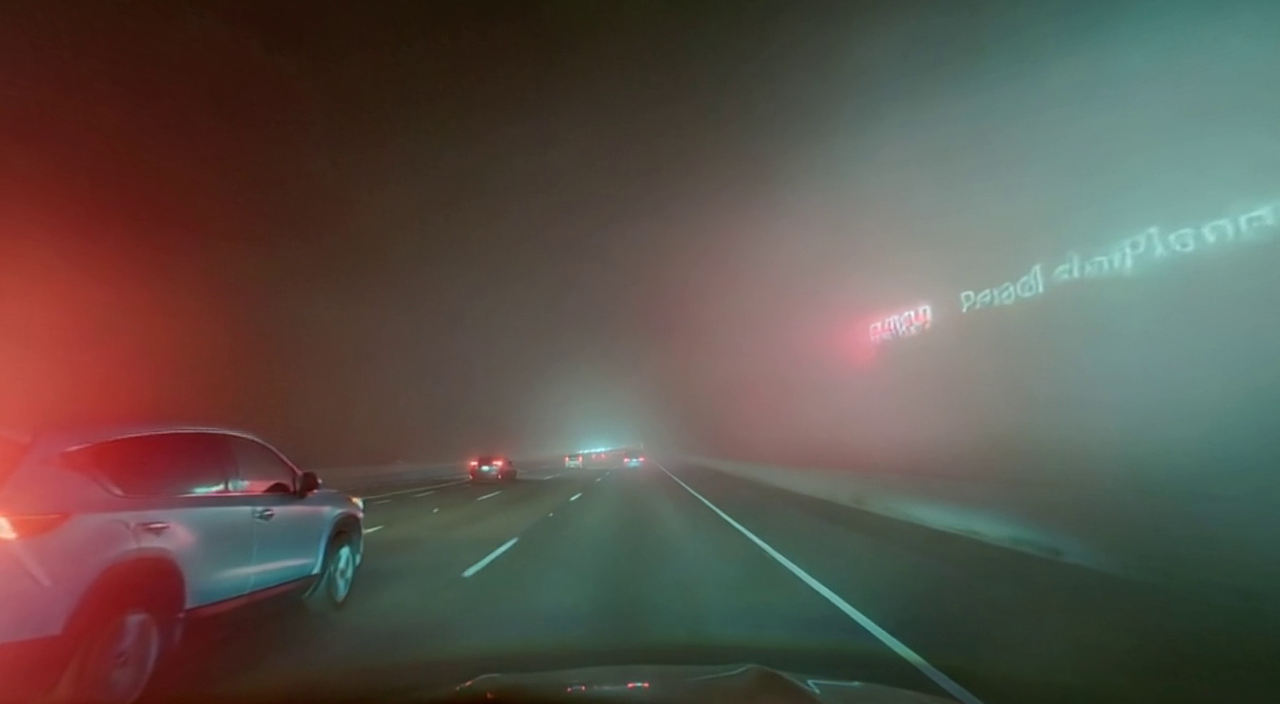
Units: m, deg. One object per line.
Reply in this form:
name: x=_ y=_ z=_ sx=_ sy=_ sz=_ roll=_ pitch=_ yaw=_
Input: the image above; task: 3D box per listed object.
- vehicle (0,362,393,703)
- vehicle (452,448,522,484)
vehicle: x=-3.813 y=1.216 z=4.699 sx=2.059 sy=1.725 sz=4.521 roll=0 pitch=-9 yaw=0
vehicle: x=-7.174 y=5.368 z=30.073 sx=1.998 sy=1.542 sz=4.953 roll=0 pitch=-9 yaw=1
